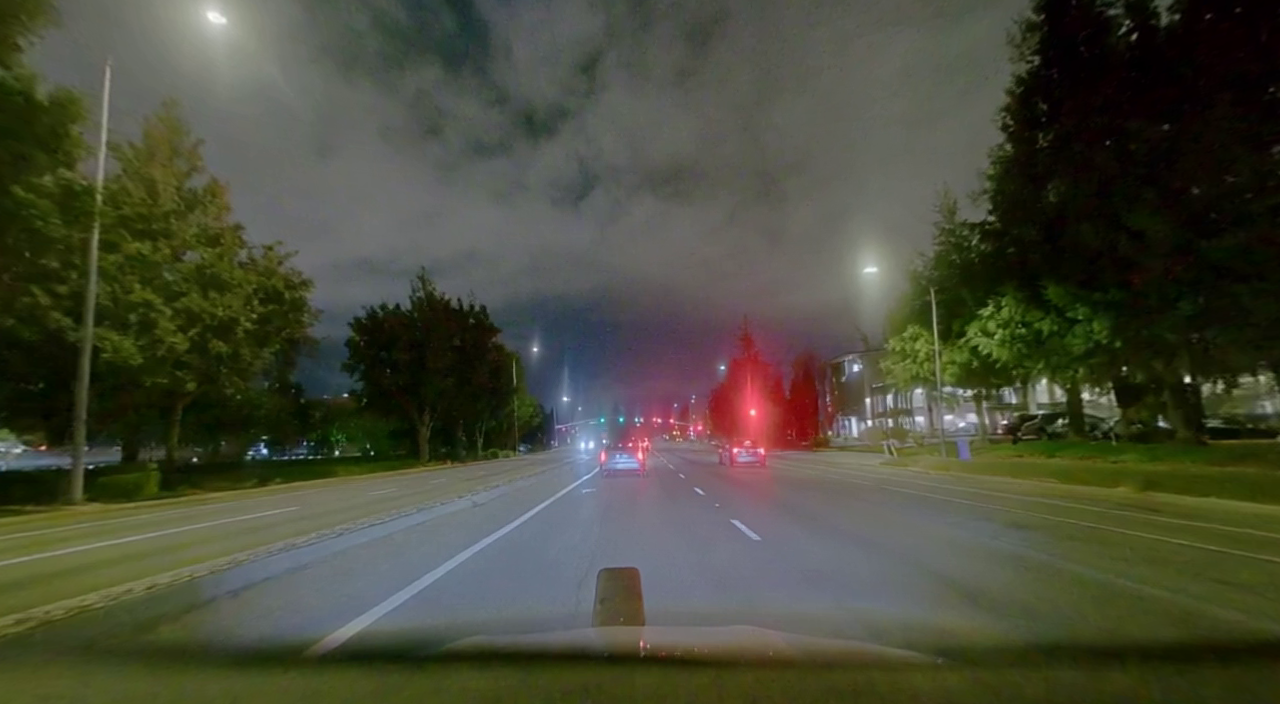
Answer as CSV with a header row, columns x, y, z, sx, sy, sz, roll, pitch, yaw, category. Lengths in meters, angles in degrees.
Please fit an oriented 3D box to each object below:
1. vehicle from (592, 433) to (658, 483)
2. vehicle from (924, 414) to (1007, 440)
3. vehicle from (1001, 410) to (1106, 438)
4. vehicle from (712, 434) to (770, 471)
x,y,z,sx,sy,sz,roll,pitch,yaw,category
-0.477,3.811,22.967,2.181,1.639,4.127,0,-8,0,vehicle
22.247,5.166,43.248,4.531,1.432,1.949,-4,-8,0,vehicle
22.607,3.951,34.636,4.441,1.444,1.870,0,-7,0,vehicle
4.703,4.722,29.952,1.987,1.613,4.081,0,-8,-1,vehicle
